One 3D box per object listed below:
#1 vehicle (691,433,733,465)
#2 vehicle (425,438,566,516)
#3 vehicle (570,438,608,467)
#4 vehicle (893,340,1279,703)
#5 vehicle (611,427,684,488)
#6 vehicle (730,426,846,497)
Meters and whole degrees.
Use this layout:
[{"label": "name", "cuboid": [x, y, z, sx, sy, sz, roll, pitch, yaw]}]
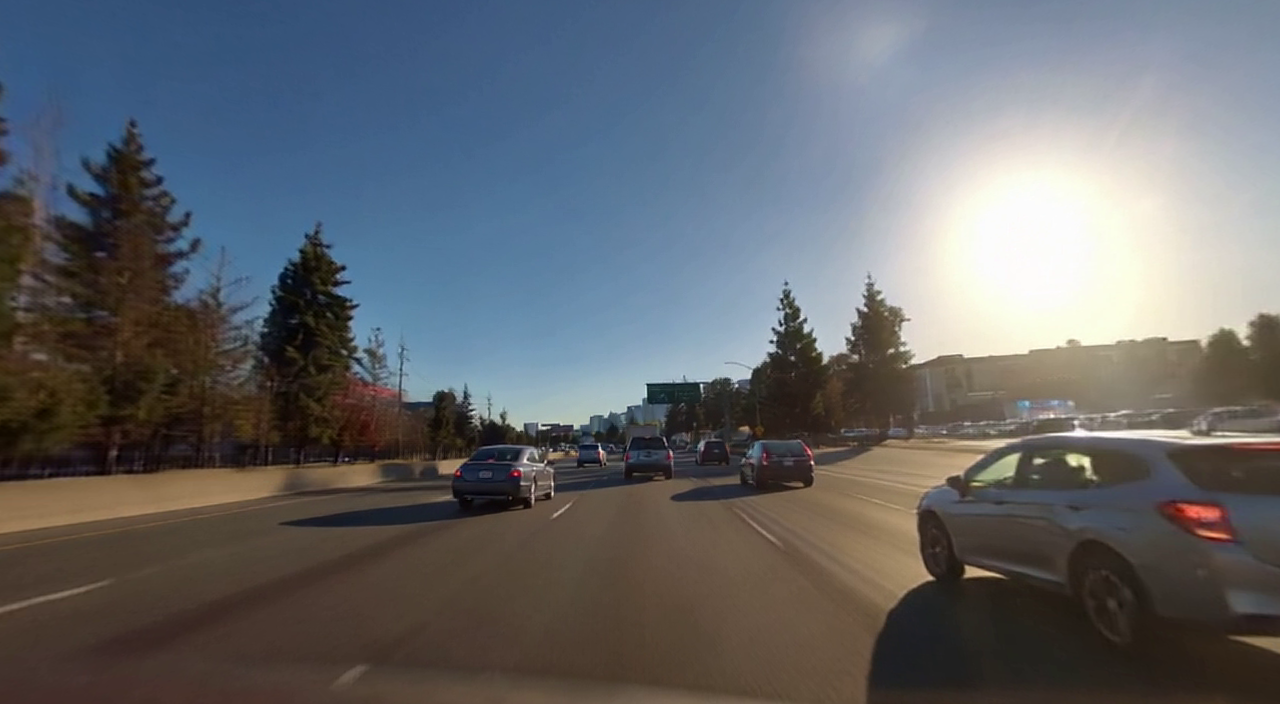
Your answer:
[{"label": "vehicle", "cuboid": [4.293, 5.889, 38.302, 2.039, 1.832, 3.989, 0, -8, 0]}, {"label": "vehicle", "cuboid": [-3.048, 2.750, 14.523, 1.965, 1.443, 4.968, -1, -8, 1]}, {"label": "vehicle", "cuboid": [-3.225, 6.431, 40.520, 1.951, 1.694, 4.188, -1, -8, 2]}, {"label": "vehicle", "cuboid": [3.889, 1.087, 4.713, 2.156, 1.701, 4.494, -1, -8, 1]}, {"label": "vehicle", "cuboid": [0.235, 3.490, 21.185, 2.153, 1.805, 4.631, -1, -8, 0]}, {"label": "vehicle", "cuboid": [3.860, 2.951, 17.337, 2.094, 1.676, 4.309, 0, -8, 0]}]
